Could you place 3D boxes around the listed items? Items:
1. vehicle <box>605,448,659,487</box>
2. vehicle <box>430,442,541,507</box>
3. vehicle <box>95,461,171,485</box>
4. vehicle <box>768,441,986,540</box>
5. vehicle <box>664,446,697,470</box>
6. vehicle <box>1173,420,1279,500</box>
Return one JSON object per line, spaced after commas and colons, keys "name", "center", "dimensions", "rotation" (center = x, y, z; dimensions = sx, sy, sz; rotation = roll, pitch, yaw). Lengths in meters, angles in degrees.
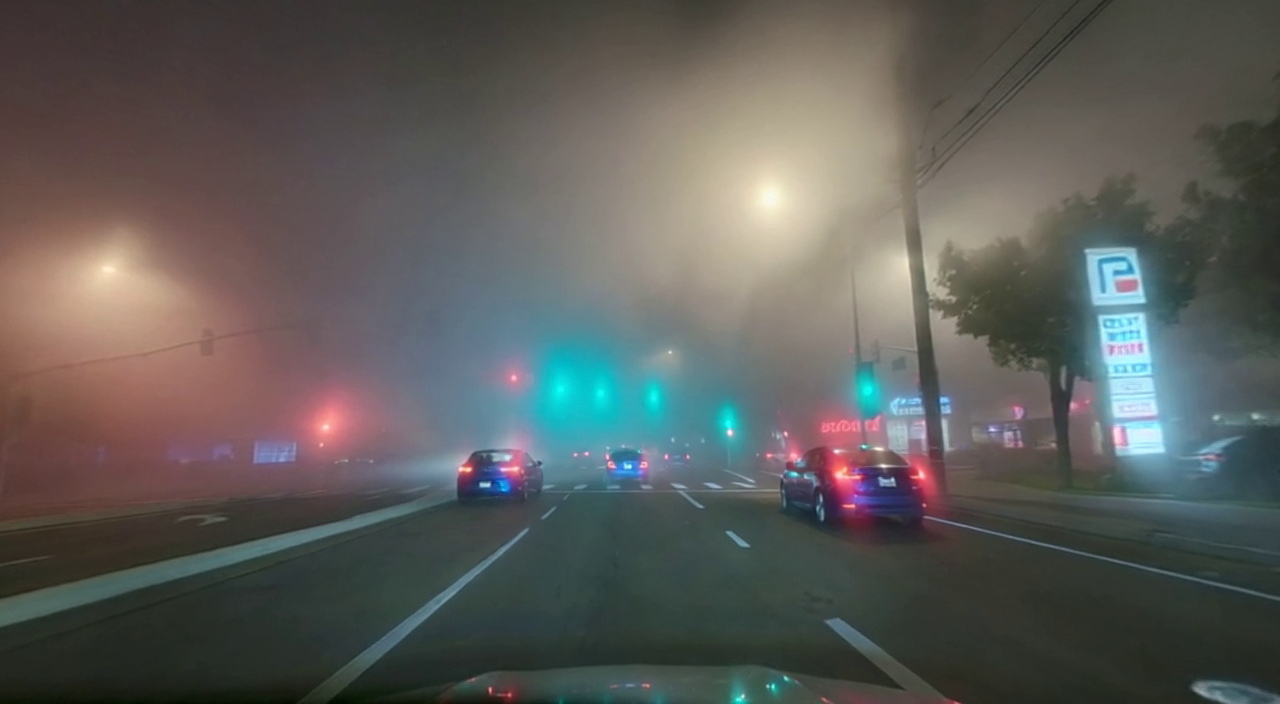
{"name": "vehicle", "center": [-0.366, 4.774, 26.459], "dimensions": [2.072, 1.473, 4.139], "rotation": [0, -9, -2]}
{"name": "vehicle", "center": [-4.136, 3.355, 17.816], "dimensions": [2.035, 1.564, 4.702], "rotation": [0, -9, -1]}
{"name": "vehicle", "center": [-37.684, 9.009, 47.046], "dimensions": [3.931, 1.653, 2.134], "rotation": [-1, -9, 6]}
{"name": "vehicle", "center": [4.173, 2.507, 12.253], "dimensions": [2.119, 1.479, 4.910], "rotation": [0, -9, -3]}
{"name": "vehicle", "center": [2.892, 7.715, 46.070], "dimensions": [1.986, 1.660, 4.006], "rotation": [0, -9, -2]}
{"name": "vehicle", "center": [15.927, 2.500, 14.837], "dimensions": [4.941, 1.697, 2.128], "rotation": [0, -9, -3]}
